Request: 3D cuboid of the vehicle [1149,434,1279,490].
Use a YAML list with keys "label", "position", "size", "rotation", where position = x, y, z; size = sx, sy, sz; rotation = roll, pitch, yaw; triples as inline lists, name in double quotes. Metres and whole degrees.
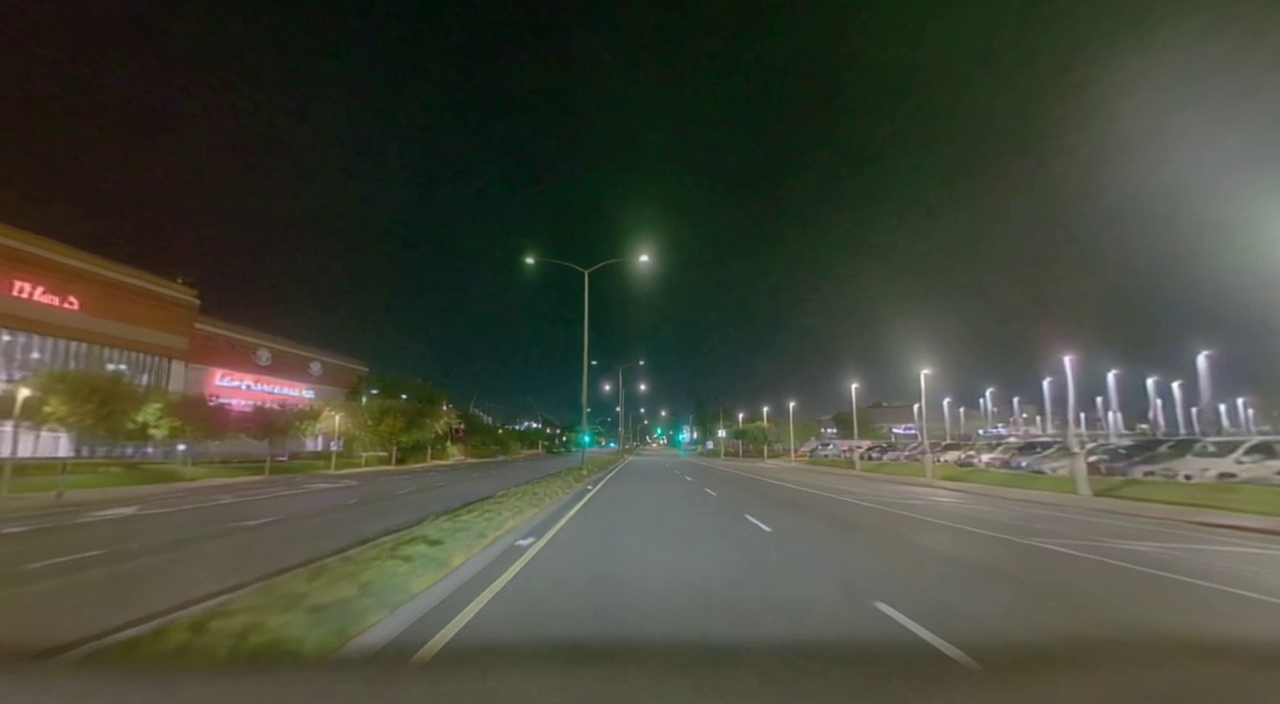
- label: "vehicle"
  position: [17.726, 3.116, 18.029]
  size: [4.595, 1.466, 2.028]
  rotation: [0, -9, -4]
